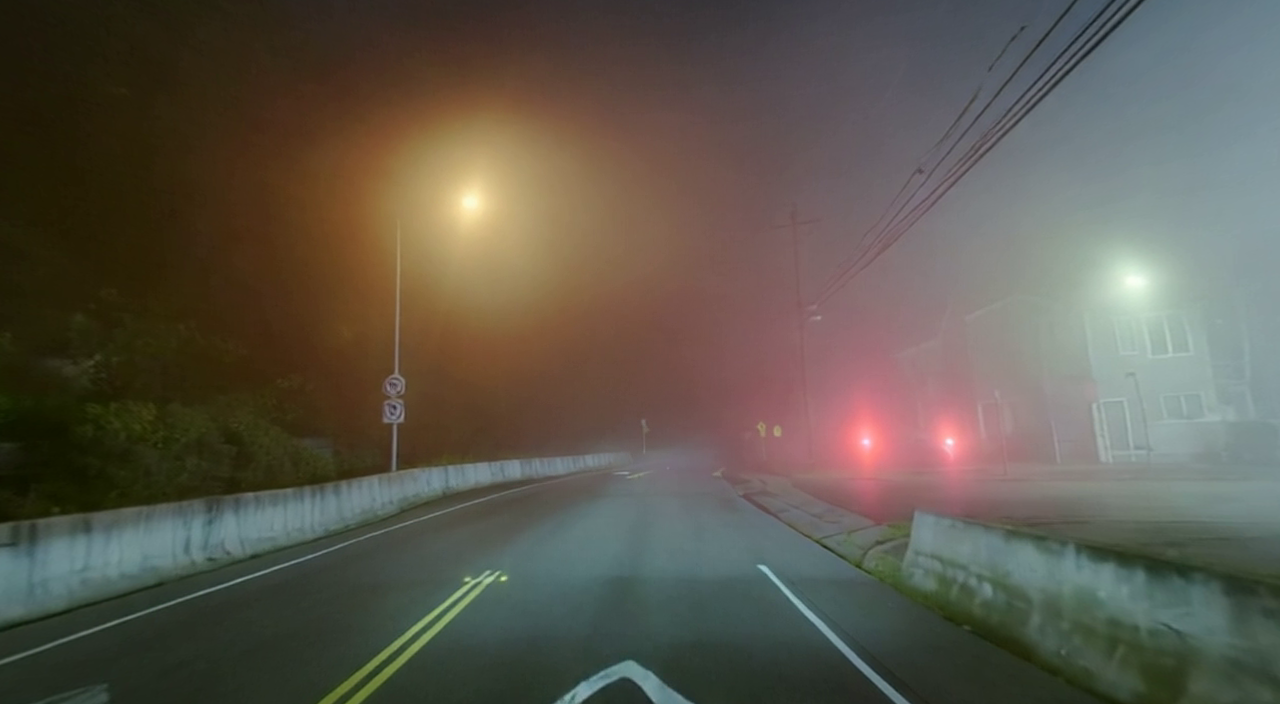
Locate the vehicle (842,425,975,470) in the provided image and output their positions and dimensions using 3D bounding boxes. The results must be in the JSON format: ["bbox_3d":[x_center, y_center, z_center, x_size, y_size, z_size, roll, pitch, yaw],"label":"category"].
[{"bbox_3d":[10.972,3.951,26.082,4.614,1.764,1.860,-1,-9,6],"label":"vehicle"}]
